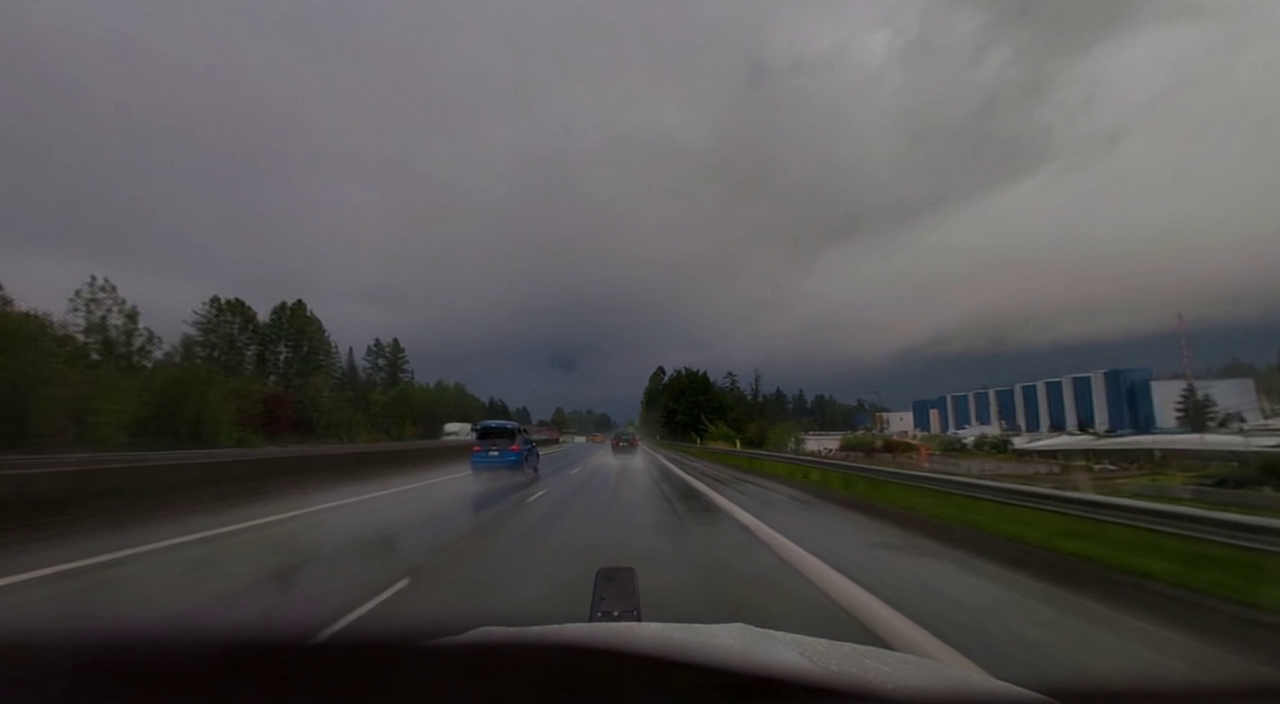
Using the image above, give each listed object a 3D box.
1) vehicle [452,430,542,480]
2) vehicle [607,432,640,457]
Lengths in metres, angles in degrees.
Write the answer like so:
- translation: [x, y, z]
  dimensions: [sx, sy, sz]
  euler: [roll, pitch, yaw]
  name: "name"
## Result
- translation: [-5.021, 3.670, 22.850]
  dimensions: [2.189, 1.580, 4.607]
  euler: [0, -8, 0]
  name: "vehicle"
- translation: [-1.132, 6.318, 43.244]
  dimensions: [2.151, 1.618, 3.898]
  euler: [0, -8, -1]
  name: "vehicle"
